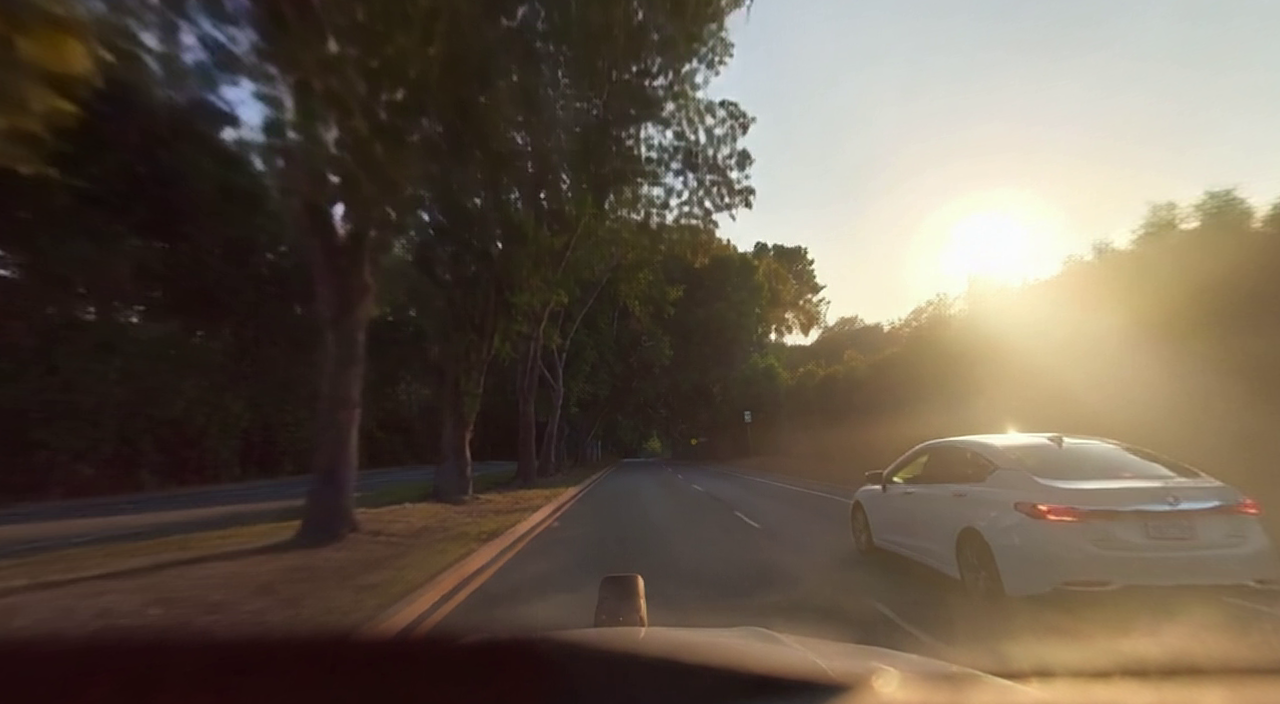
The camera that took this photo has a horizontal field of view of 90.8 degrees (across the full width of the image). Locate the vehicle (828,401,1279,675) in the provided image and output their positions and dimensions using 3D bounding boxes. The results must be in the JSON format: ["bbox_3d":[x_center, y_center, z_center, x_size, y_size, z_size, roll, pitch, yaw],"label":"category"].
[{"bbox_3d":[3.537,1.432,6.057,2.060,1.584,4.592,0,-9,0],"label":"vehicle"}]
